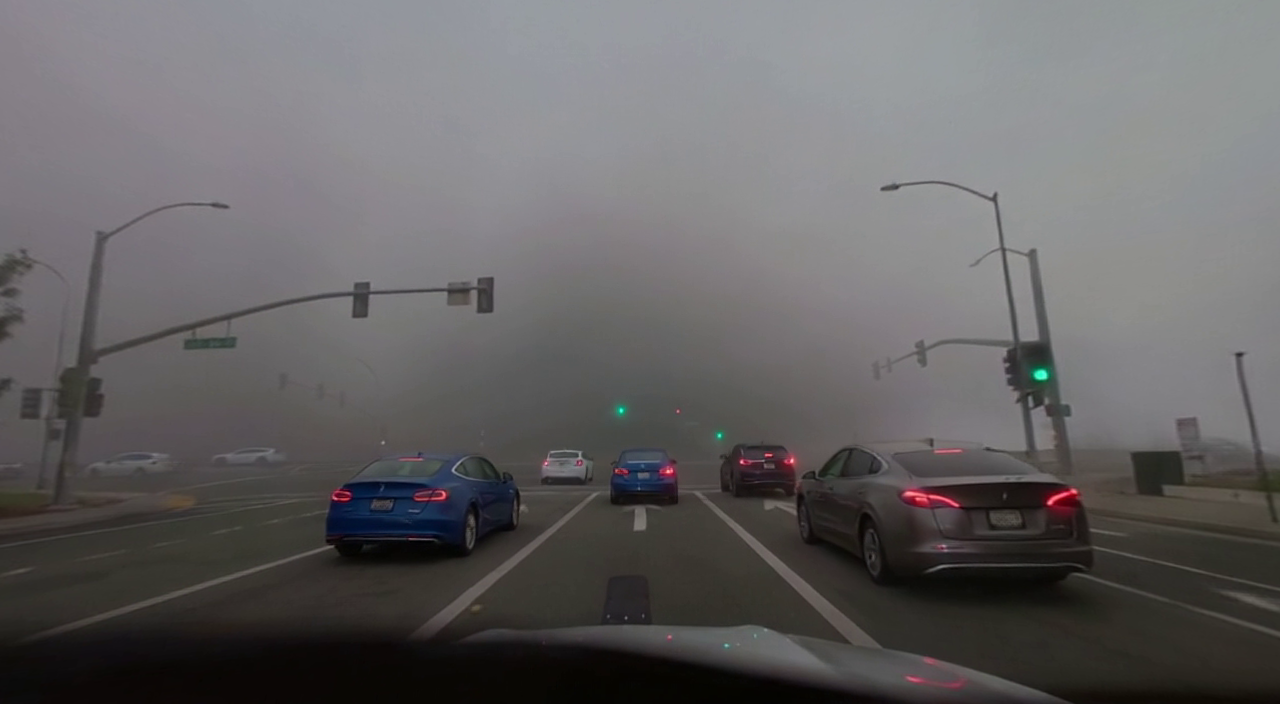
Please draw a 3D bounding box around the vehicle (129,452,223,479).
[{"bbox_3d":[-30.275,7.383,41.201,4.427,1.629,2.213,-1,-9,2],"label":"vehicle"}]

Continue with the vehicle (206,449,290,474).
[{"bbox_3d":[-29.162,8.126,46.989,4.916,1.793,2.082,-1,-9,3],"label":"vehicle"}]

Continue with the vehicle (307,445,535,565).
[{"bbox_3d":[-3.122,2.256,10.164,2.015,1.478,4.407,-1,-8,1],"label":"vehicle"}]

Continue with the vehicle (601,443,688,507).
[{"bbox_3d":[0.062,3.396,17.851,2.144,1.563,4.218,0,-9,-1],"label":"vehicle"}]

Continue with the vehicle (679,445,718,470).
[{"bbox_3d":[4.015,7.309,44.015,2.138,1.624,4.417,0,-9,-1],"label":"vehicle"}]

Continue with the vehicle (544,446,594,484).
[{"bbox_3d":[-3.205,5.052,28.515,2.089,1.537,4.073,1,-9,-6],"label":"vehicle"}]

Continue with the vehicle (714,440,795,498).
[{"bbox_3d":[3.703,3.849,21.112,1.938,1.732,4.006,0,-9,0],"label":"vehicle"}]

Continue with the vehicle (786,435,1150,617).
[{"bbox_3d":[3.342,1.836,7.748,1.951,1.522,4.614,0,-8,0],"label":"vehicle"}]

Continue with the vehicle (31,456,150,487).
[{"bbox_3d":[-29.694,6.457,34.149,4.551,1.533,2.070,-1,-8,1],"label":"vehicle"}]
